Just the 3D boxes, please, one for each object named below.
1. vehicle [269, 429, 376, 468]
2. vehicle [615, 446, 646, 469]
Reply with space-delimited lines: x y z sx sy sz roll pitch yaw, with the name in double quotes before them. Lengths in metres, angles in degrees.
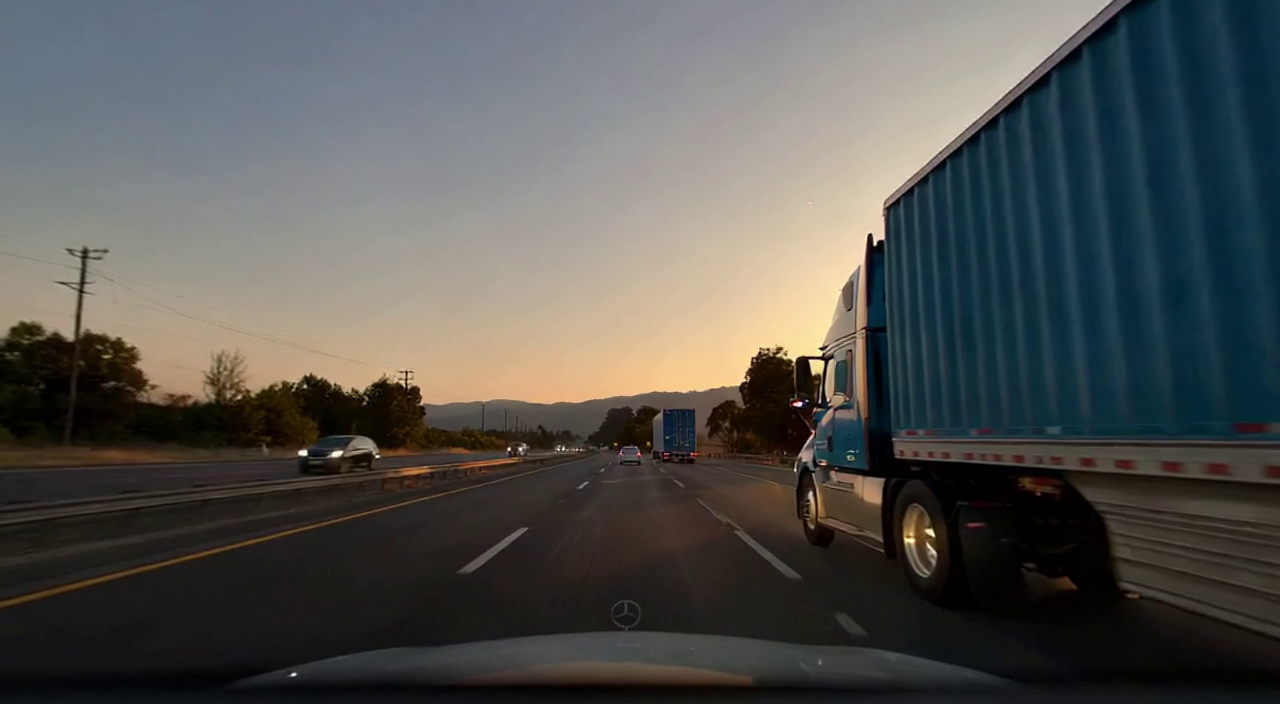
"vehicle" -12.658 3.910 25.545 2.048 1.454 4.392 0 -9 0
"vehicle" -0.628 6.955 41.801 1.898 1.438 4.053 0 -9 -1
